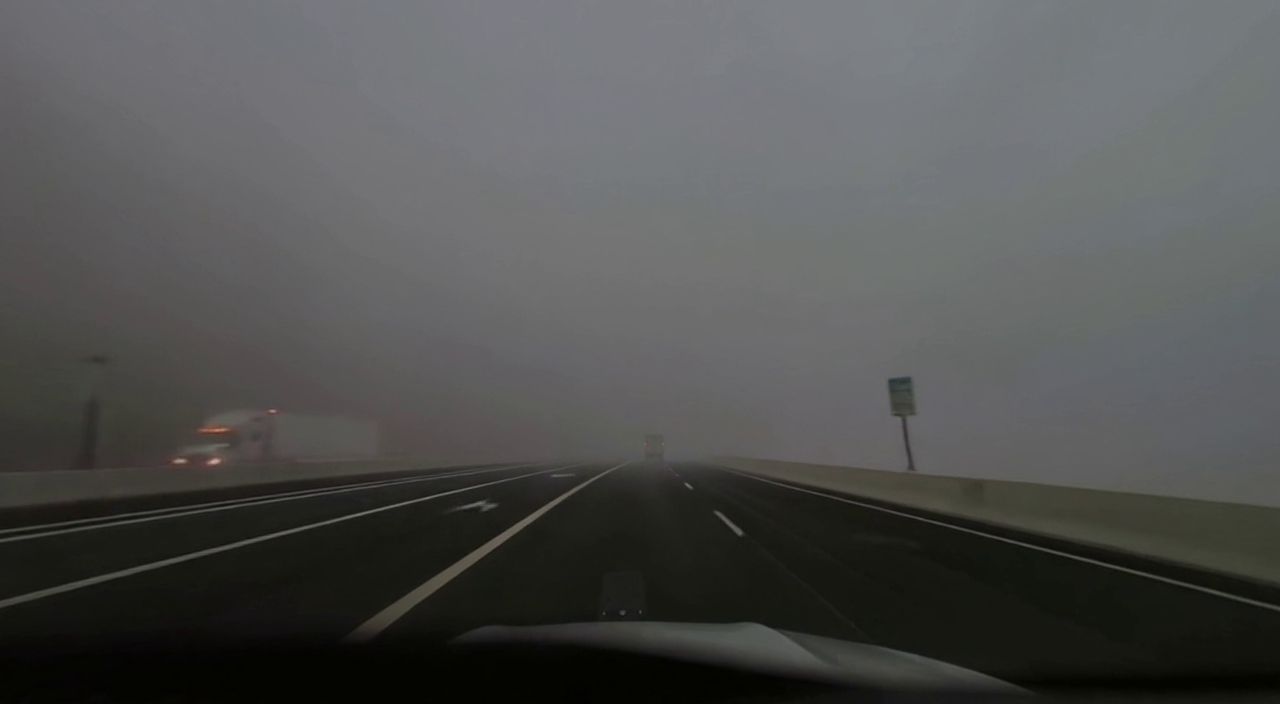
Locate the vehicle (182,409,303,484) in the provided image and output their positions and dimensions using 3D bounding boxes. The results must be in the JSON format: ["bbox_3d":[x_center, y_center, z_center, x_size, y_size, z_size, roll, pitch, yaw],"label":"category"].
[{"bbox_3d":[-23.217,5.572,37.311,2.999,4.019,5.980,-1,-9,1],"label":"vehicle"}]
